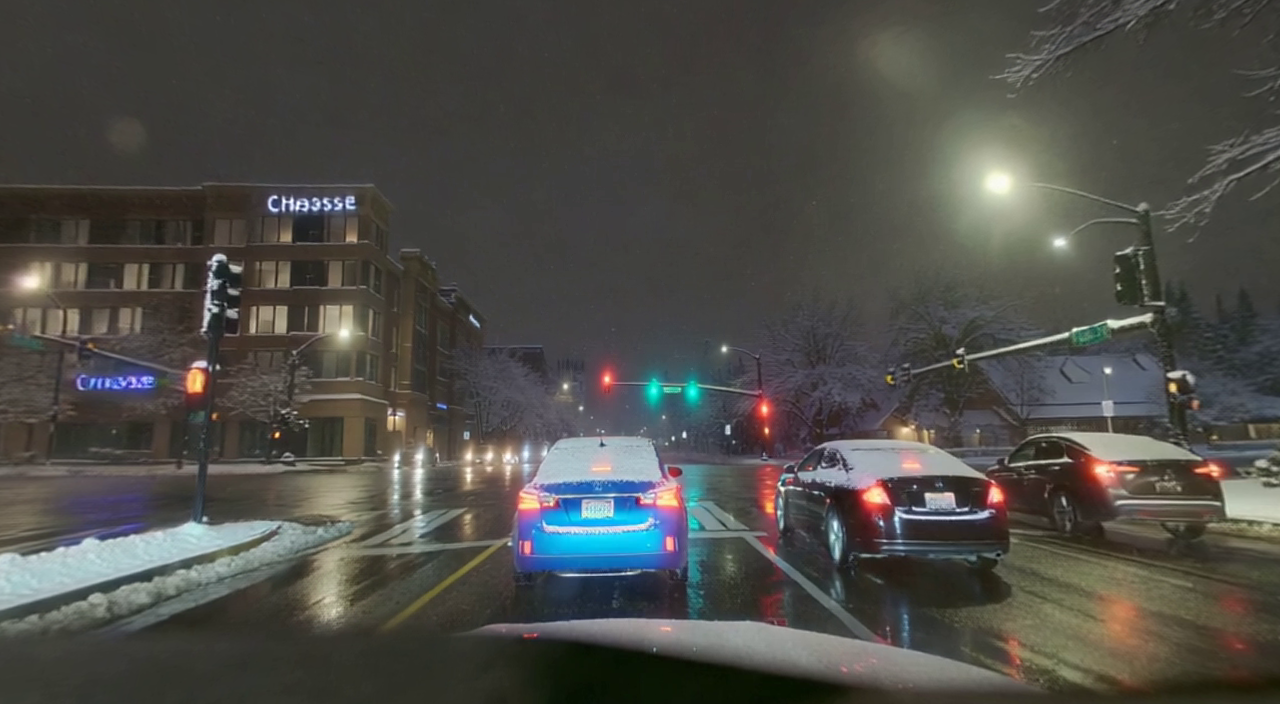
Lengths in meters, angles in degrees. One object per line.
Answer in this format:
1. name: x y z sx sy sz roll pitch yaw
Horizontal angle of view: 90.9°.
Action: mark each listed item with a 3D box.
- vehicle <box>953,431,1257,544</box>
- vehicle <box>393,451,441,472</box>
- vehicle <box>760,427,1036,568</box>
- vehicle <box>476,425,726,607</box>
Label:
1. vehicle: 7.444 2.165 10.787 1.908 1.517 4.182 0 -8 -1
2. vehicle: -17.141 8.394 48.681 2.048 1.463 4.530 0 -8 -1
3. vehicle: 3.214 1.888 8.970 2.042 1.508 4.109 0 -8 -2
4. vehicle: -0.369 1.653 7.288 2.059 1.477 3.988 0 -8 -1
